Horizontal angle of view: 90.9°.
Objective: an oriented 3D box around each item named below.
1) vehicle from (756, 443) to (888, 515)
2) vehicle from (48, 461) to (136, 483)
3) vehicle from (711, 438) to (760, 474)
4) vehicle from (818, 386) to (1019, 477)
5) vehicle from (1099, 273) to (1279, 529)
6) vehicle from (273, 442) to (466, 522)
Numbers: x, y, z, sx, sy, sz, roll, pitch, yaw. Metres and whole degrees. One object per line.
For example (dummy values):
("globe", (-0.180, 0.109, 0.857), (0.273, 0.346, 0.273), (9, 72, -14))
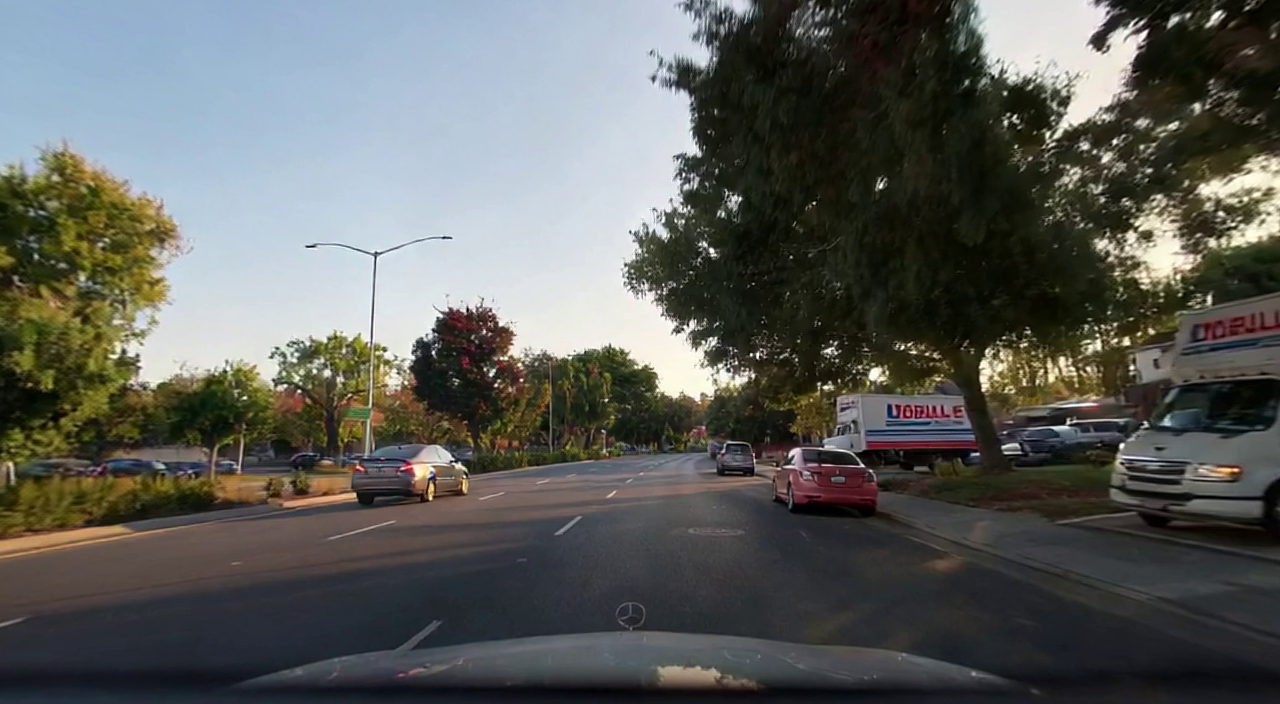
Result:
("vehicle", (3.969, 2.816, 14.568), (1.849, 1.393, 4.377), (0, -8, 2))
("vehicle", (-42.472, 9.318, 48.965), (4.603, 1.577, 2.157), (1, -8, -8))
("vehicle", (4.861, 5.366, 32.715), (2.064, 1.697, 4.718), (0, -8, 3))
("vehicle", (11.830, 3.417, 27.157), (7.138, 3.310, 2.943), (-2, -9, -9))
("vehicle", (11.909, 0.856, 9.529), (8.495, 3.147, 2.773), (2, -9, -12))
("vehicle", (-5.704, 2.770, 14.120), (2.060, 1.473, 4.645), (0, -8, 3))
